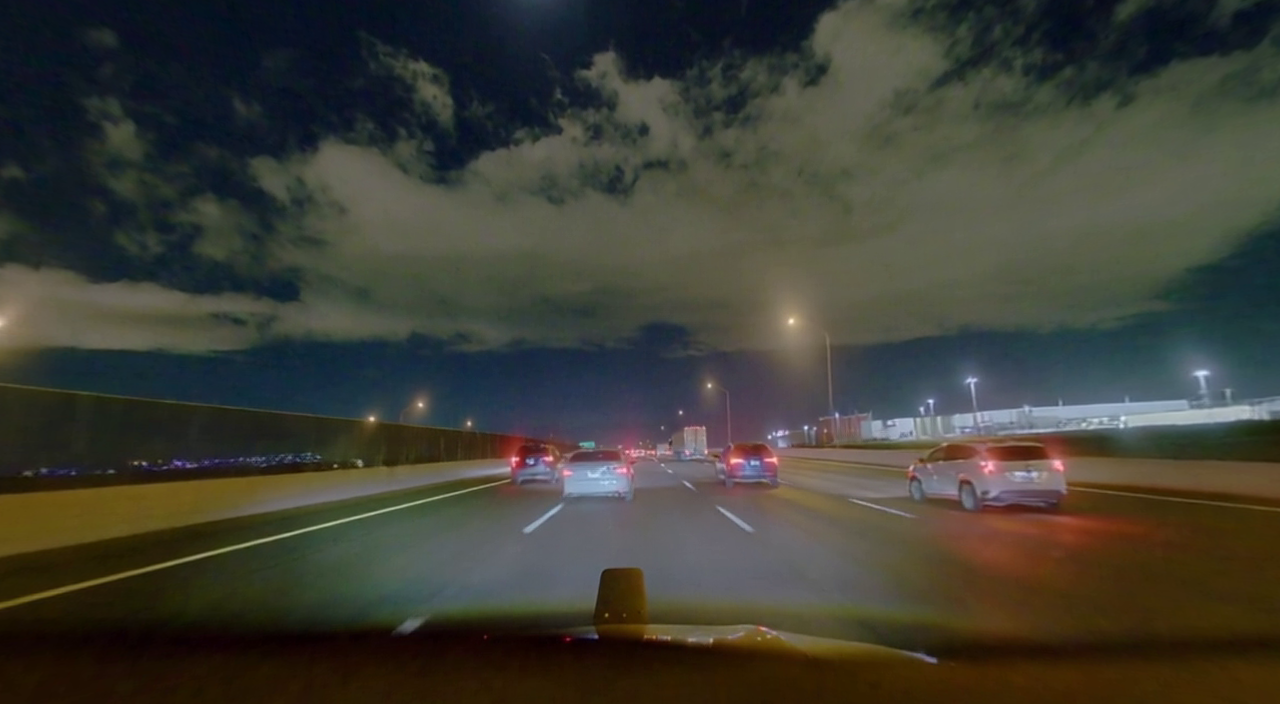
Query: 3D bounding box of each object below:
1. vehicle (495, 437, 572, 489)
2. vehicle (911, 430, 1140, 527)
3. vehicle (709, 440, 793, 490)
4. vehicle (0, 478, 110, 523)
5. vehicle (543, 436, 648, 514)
[{"bbox_3d":[-3.713,3.945,22.788,2.036,1.669,4.112,-1,-8,1],"label":"vehicle"},{"bbox_3d":[7.047,2.314,12.135,1.860,1.520,3.961,0,-8,0],"label":"vehicle"},{"bbox_3d":[3.575,3.714,21.176,1.942,1.453,4.329,0,-8,-1],"label":"vehicle"},{"bbox_3d":[-37.735,9.300,39.946,2.658,2.105,7.468,1,-8,-8],"label":"vehicle"},{"bbox_3d":[-0.877,2.845,15.273,2.067,1.555,4.851,-1,-8,2],"label":"vehicle"}]
